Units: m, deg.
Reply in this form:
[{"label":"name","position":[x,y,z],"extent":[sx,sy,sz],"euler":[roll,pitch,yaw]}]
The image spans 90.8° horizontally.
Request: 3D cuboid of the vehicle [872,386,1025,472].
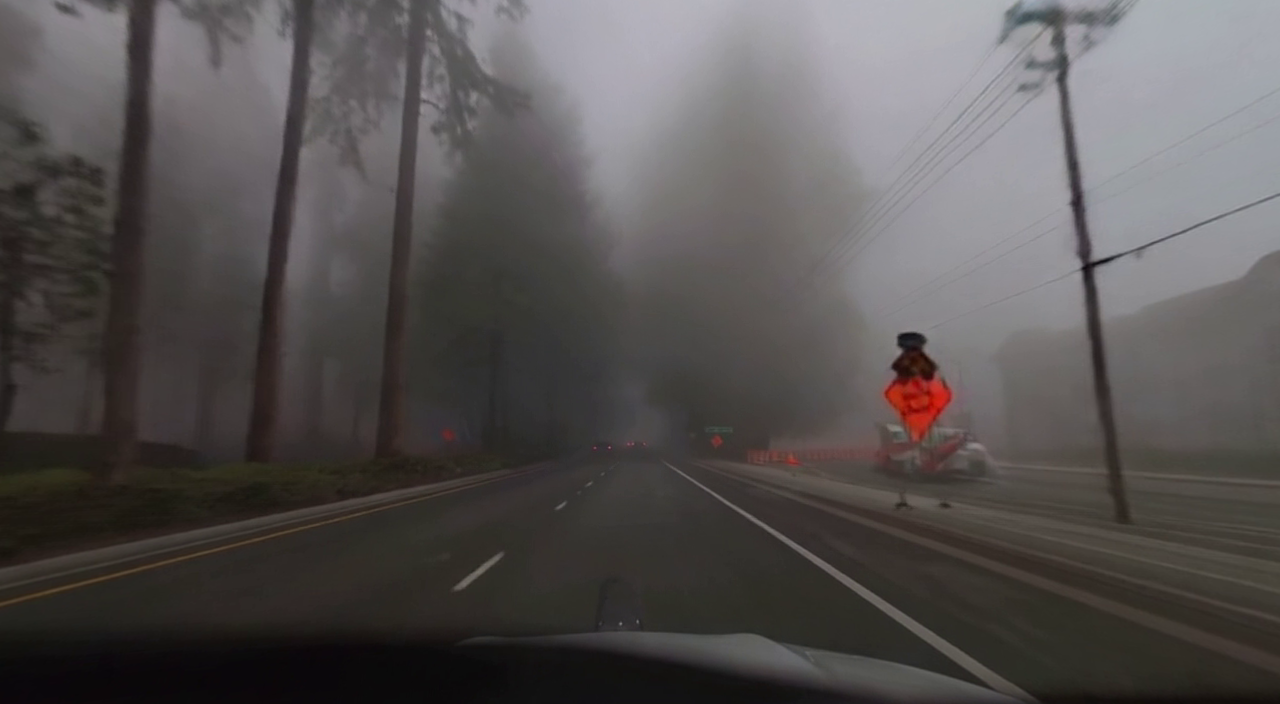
[{"label":"vehicle","position":[14.719,3.929,31.328],"extent":[2.889,3.610,9.347],"euler":[0,-8,1]}]
